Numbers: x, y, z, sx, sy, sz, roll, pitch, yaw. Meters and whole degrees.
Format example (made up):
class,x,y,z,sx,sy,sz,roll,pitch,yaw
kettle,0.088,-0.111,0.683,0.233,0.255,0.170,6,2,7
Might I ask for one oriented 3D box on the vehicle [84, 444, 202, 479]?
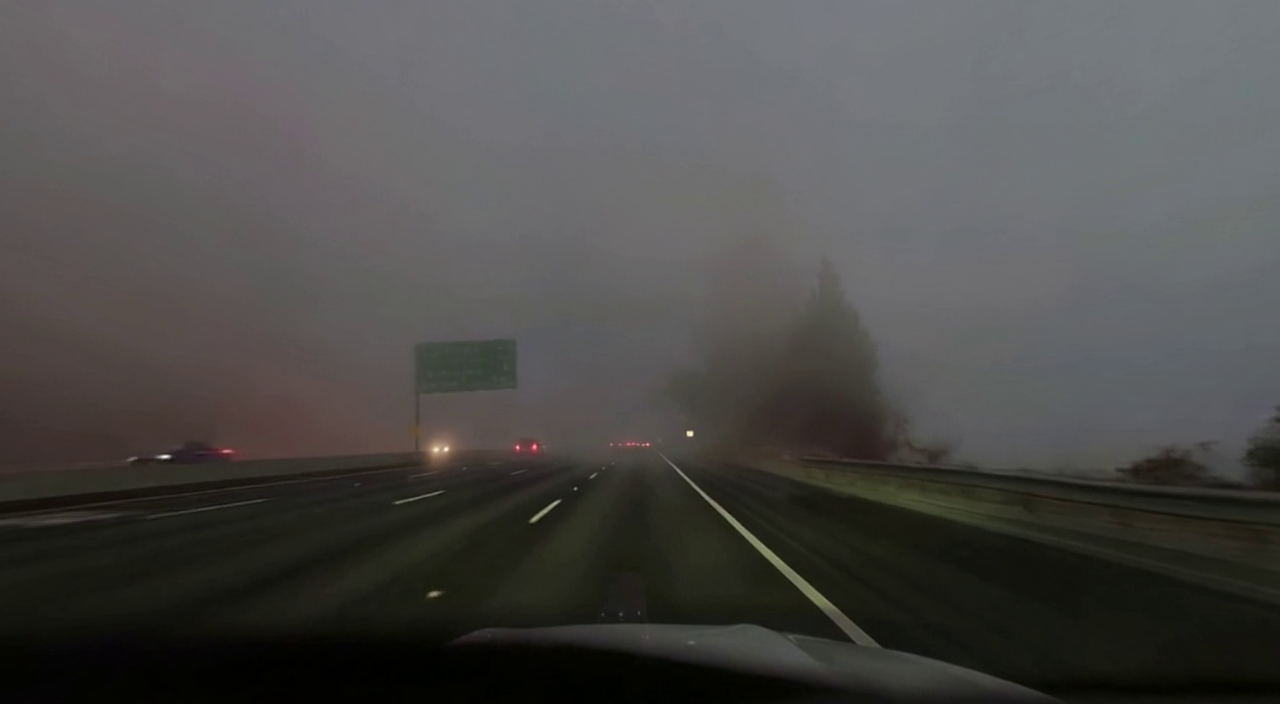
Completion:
class,x,y,z,sx,sy,sz,roll,pitch,yaw
vehicle,-24.904,5.475,31.913,1.981,1.602,4.849,0,-8,0
